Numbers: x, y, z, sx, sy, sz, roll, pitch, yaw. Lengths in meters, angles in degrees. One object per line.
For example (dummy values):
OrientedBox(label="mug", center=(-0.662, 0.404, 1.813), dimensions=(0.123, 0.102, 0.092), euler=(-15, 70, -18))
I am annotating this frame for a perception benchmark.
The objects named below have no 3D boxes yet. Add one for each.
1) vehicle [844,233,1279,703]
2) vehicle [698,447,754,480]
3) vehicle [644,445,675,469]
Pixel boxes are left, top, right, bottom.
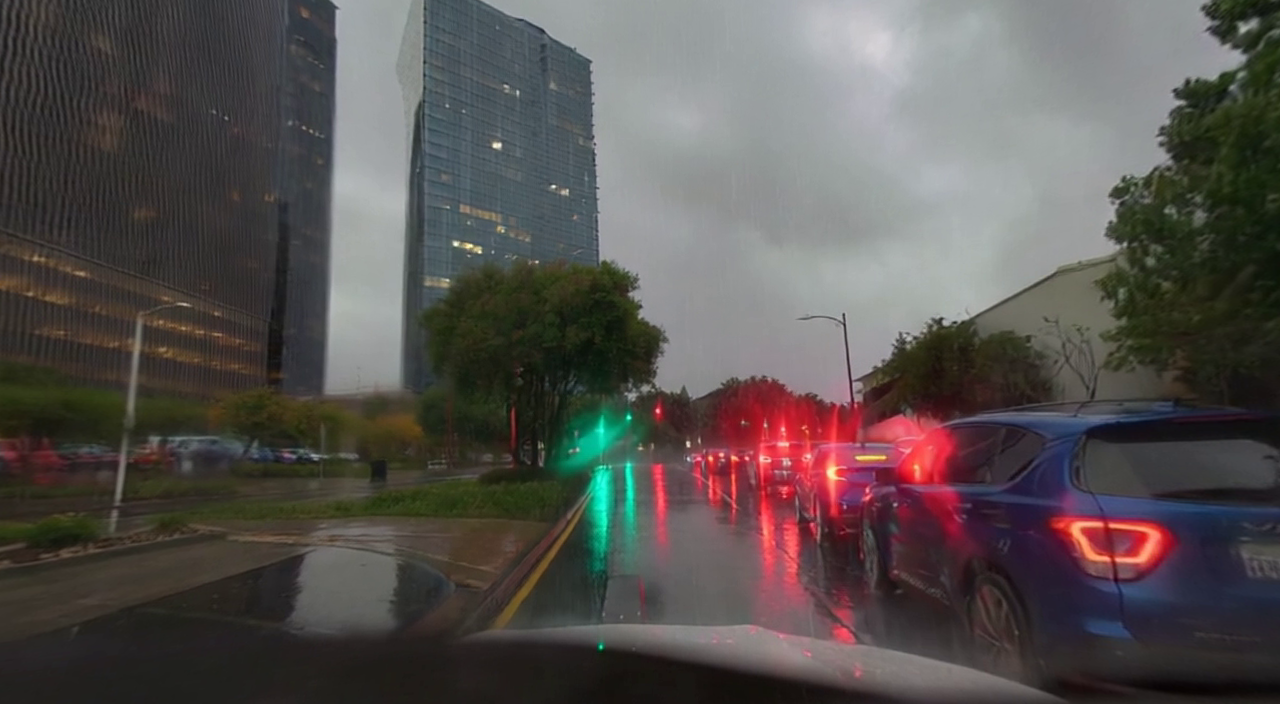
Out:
OrientedBox(label="vehicle", center=(2.475, 0.968, 3.157), dimensions=(2.092, 1.703, 4.870), euler=(-2, -9, 11))
OrientedBox(label="vehicle", center=(4.257, 5.597, 31.813), dimensions=(2.183, 1.553, 3.923), euler=(0, -9, -2))
OrientedBox(label="vehicle", center=(1.549, 8.146, 49.152), dimensions=(2.121, 1.728, 4.161), euler=(-1, -9, 5))
